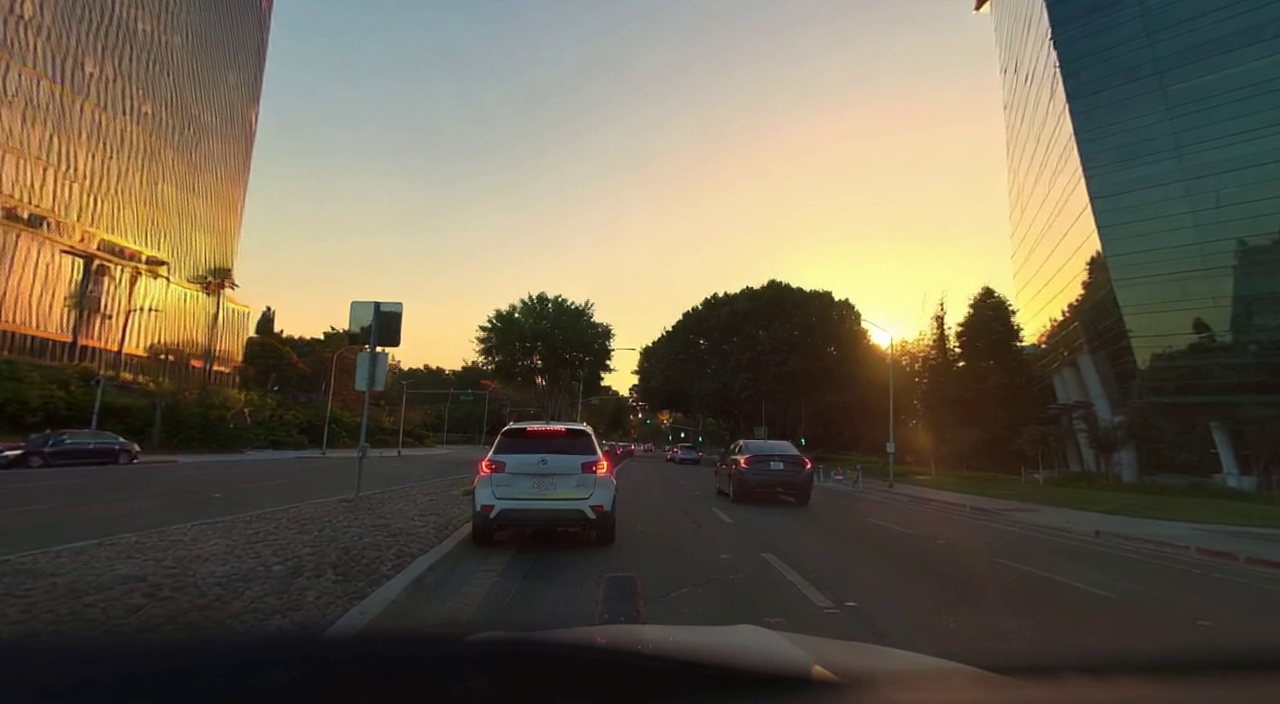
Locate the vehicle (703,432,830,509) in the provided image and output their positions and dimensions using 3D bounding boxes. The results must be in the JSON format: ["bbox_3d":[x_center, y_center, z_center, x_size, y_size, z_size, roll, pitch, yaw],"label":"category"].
[{"bbox_3d":[3.368,3.259,17.817,2.301,1.716,4.856,4,-9,-3],"label":"vehicle"}]

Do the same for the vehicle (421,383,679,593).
[{"bbox_3d":[-1.139,1.559,8.107,2.275,1.819,4.883,1,-9,-9],"label":"vehicle"}]

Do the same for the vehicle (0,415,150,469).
[{"bbox_3d":[-18.851,2.949,20.435,1.911,1.542,4.748,0,-8,1],"label":"vehicle"}]
